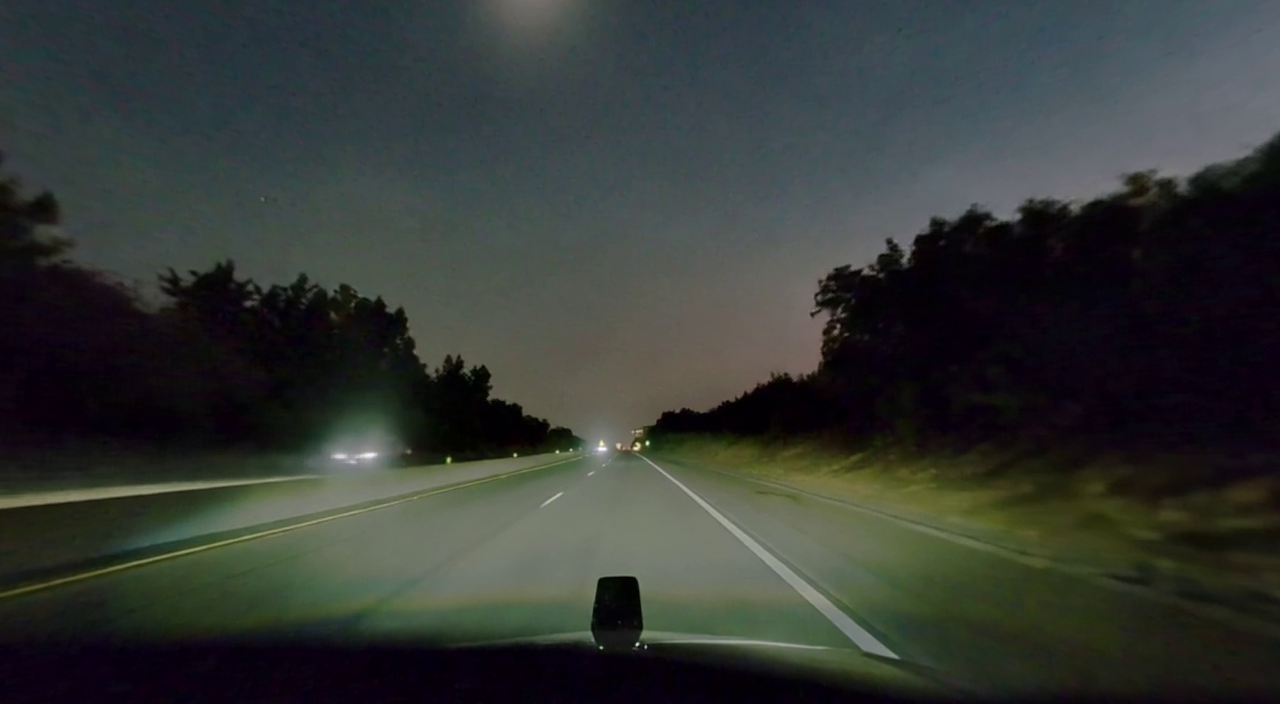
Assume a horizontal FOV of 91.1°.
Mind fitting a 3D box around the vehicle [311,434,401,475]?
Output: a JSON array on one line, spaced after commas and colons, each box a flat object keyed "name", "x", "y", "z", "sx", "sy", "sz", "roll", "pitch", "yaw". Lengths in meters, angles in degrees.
[{"name": "vehicle", "x": -11.992, "y": 4.338, "z": 26.808, "sx": 1.917, "sy": 1.560, "sz": 4.168, "roll": 0, "pitch": -8, "yaw": -1}]
